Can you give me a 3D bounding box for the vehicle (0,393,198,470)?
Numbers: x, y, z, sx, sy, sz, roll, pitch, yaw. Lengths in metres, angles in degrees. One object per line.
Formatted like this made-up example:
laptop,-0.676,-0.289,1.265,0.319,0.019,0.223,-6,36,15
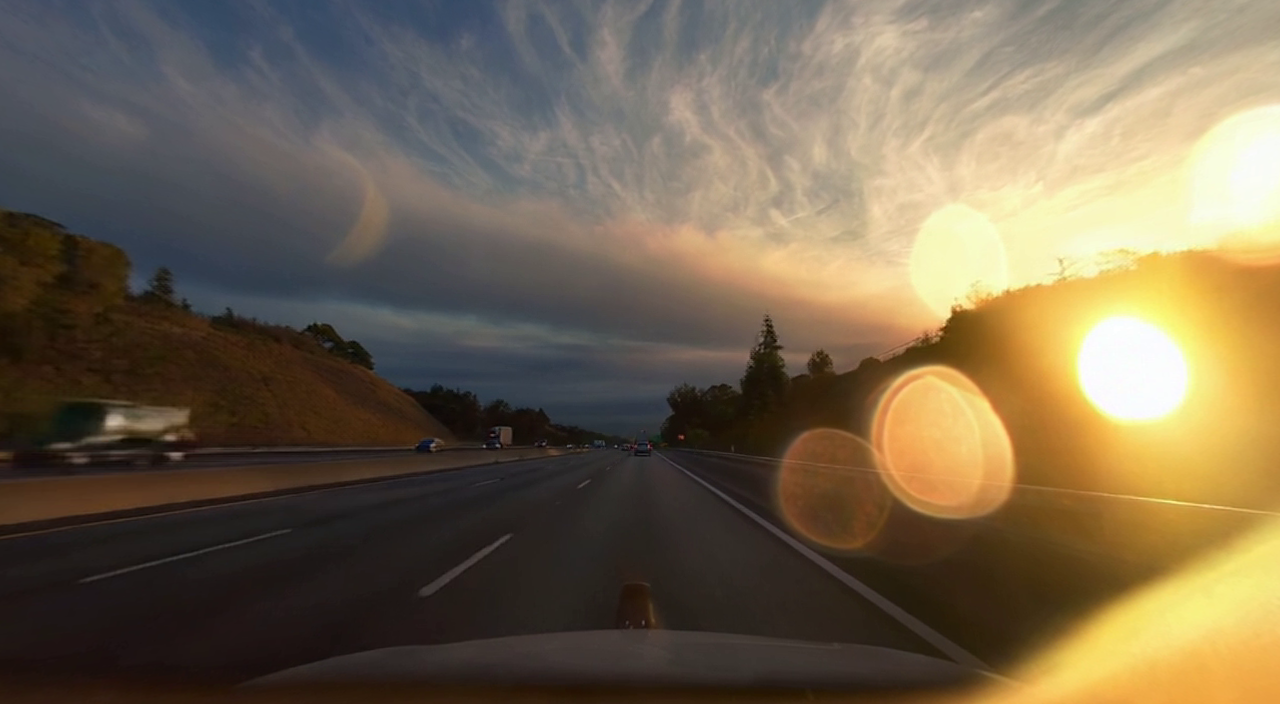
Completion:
vehicle,-20.040,3.008,23.384,2.335,2.464,6.588,0,-8,0
